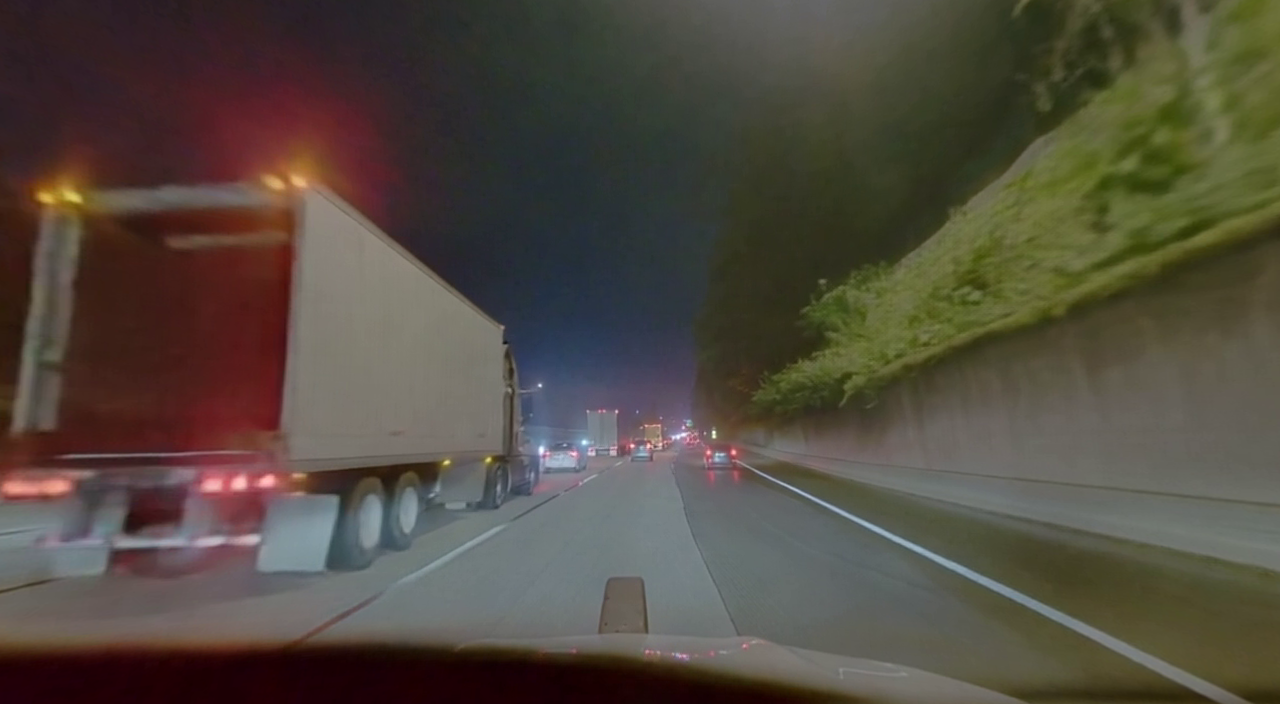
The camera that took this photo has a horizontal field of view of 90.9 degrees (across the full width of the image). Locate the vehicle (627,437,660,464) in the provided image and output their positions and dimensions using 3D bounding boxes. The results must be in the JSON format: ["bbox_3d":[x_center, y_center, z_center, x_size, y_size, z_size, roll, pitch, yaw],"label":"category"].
[{"bbox_3d":[0.248,7.249,46.418,2.325,1.864,4.128,0,-8,0],"label":"vehicle"}]

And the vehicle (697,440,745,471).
[{"bbox_3d":[4.169,5.404,33.026,2.176,1.493,3.955,-1,-8,3],"label":"vehicle"}]

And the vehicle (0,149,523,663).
[{"bbox_3d":[-3.924,0.827,7.957,3.123,3.341,7.669,-1,-8,2],"label":"vehicle"}]

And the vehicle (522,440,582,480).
[{"bbox_3d":[-3.773,4.689,27.759,1.866,1.568,4.603,0,-8,1],"label":"vehicle"}]
